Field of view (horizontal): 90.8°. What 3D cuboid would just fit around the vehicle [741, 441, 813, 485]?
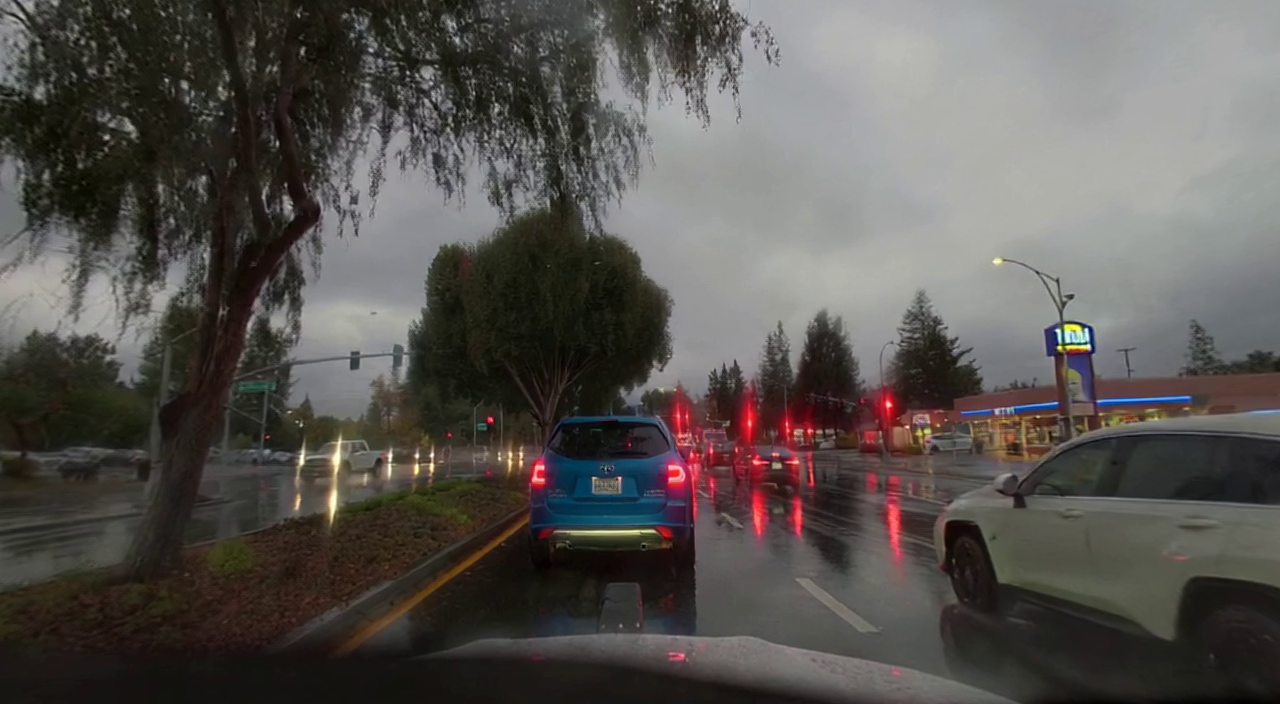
[{"bbox_3d":[5.082,4.166,24.014,1.883,1.496,4.236,0,-9,1],"label":"vehicle"}]

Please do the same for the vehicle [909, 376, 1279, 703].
[{"bbox_3d":[3.495,1.024,3.357,2.098,1.555,4.778,0,-9,1],"label":"vehicle"}]

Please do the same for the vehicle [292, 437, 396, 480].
[{"bbox_3d":[-12.702,4.598,27.520,2.108,1.683,4.861,0,-9,0],"label":"vehicle"}]

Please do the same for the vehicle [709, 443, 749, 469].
[{"bbox_3d":[5.380,6.329,38.685,1.923,1.498,4.326,0,-9,2],"label":"vehicle"}]

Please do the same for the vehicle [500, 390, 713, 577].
[{"bbox_3d":[-0.301,1.646,8.661,2.096,1.837,4.687,0,-9,1],"label":"vehicle"}]
